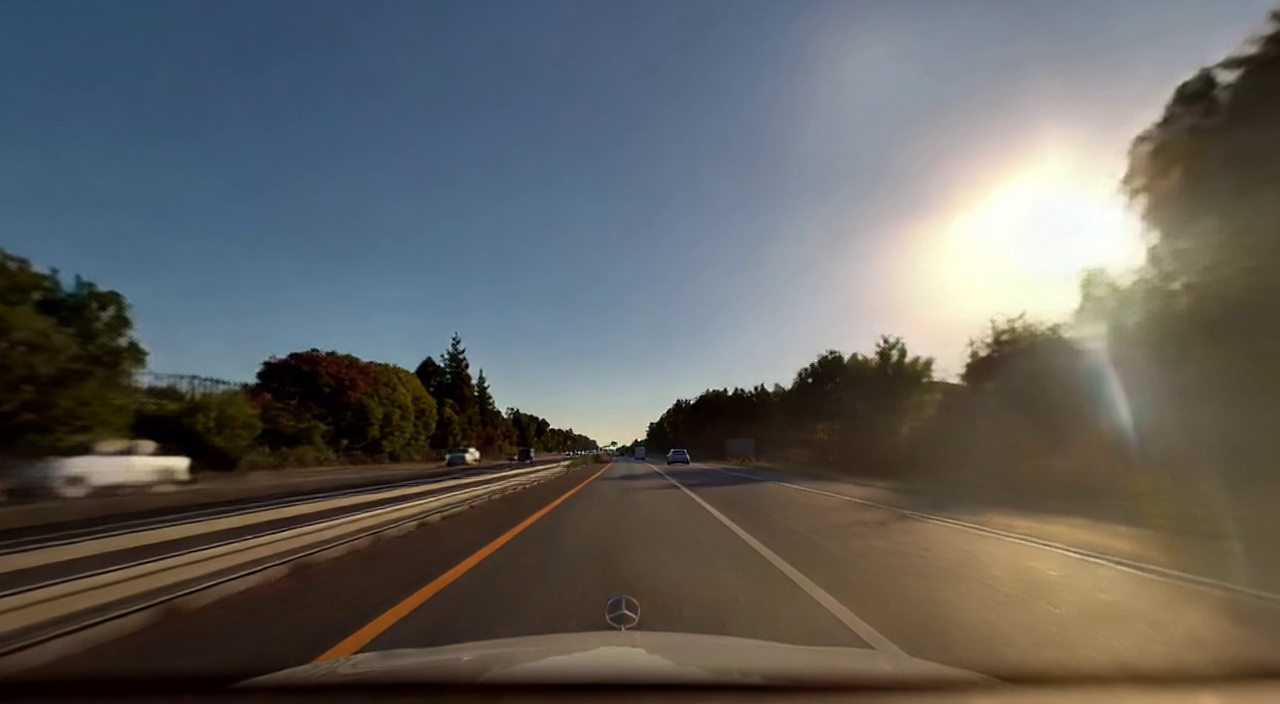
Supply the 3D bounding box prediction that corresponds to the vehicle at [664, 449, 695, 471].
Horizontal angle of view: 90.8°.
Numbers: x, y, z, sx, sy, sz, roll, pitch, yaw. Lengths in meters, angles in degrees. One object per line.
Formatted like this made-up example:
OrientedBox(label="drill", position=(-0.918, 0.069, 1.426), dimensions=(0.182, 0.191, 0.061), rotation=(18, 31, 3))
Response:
OrientedBox(label="vehicle", position=(2.831, 7.868, 45.974), dimensions=(1.870, 1.486, 3.858), rotation=(0, -9, -2))
